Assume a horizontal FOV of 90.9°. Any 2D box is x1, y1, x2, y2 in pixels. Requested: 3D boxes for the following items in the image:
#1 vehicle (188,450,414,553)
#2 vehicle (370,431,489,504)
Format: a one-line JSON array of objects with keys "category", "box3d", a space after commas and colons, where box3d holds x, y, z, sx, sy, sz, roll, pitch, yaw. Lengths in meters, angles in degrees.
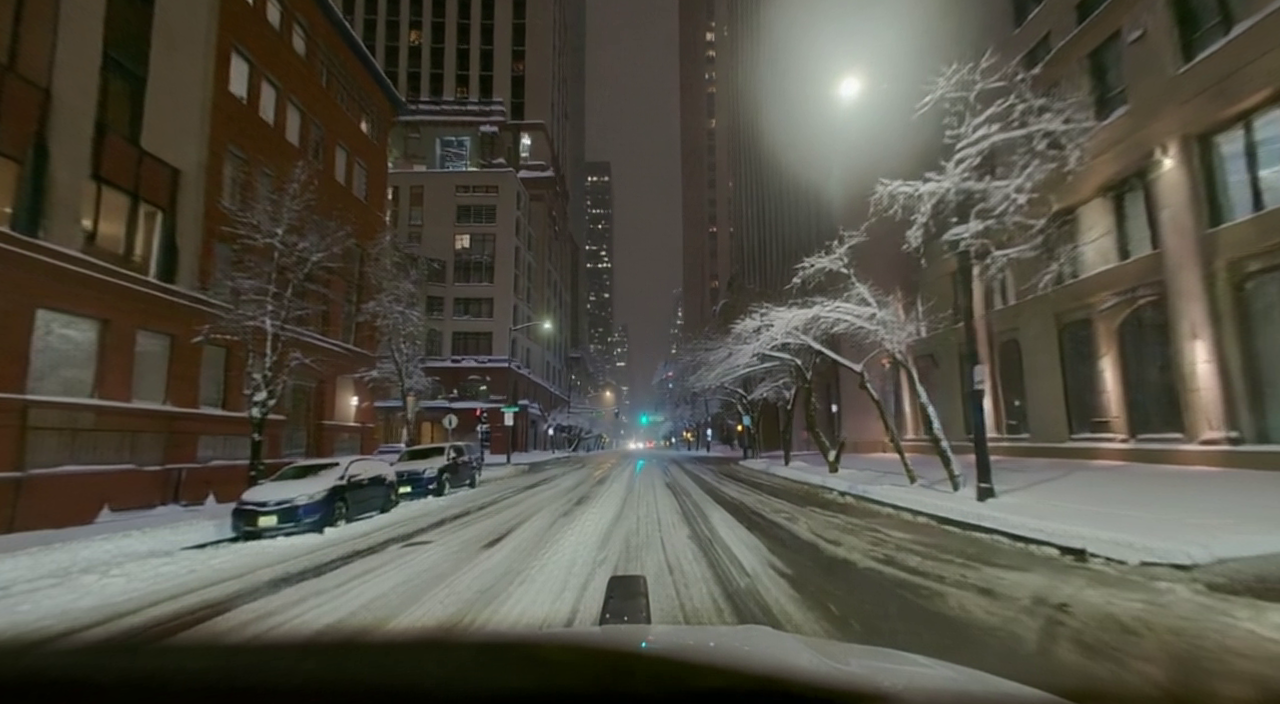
[{"category": "vehicle", "box3d": [-6.718, 2.942, 13.308, 2.270, 1.539, 4.855, -4, -8, -2]}, {"category": "vehicle", "box3d": [-6.528, 3.616, 20.192, 2.273, 1.871, 4.920, -4, -8, -2]}]
